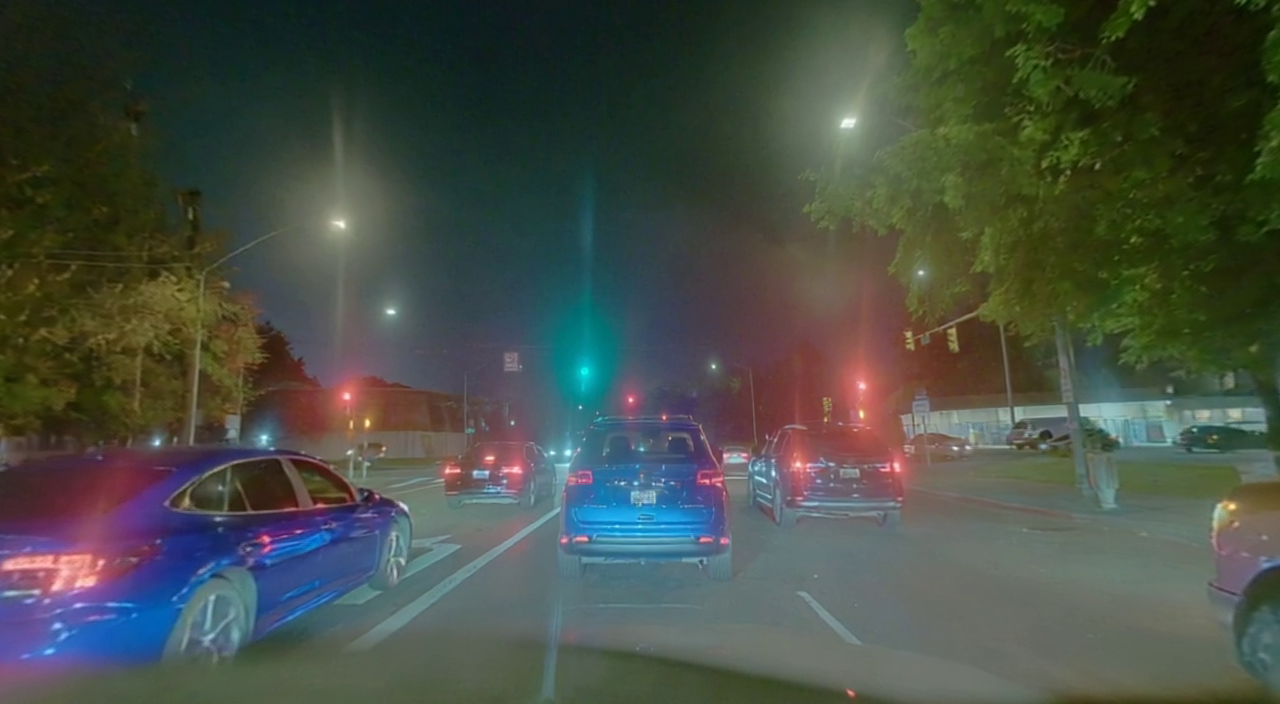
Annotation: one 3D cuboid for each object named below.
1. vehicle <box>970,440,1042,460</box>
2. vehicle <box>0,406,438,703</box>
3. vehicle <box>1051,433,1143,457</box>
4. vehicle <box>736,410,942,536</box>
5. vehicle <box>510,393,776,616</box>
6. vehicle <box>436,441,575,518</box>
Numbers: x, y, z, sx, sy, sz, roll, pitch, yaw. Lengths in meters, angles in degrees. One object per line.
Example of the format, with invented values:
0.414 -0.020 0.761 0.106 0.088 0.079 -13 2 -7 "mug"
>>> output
26.435 7.075 45.633 4.180 1.376 1.583 0 -8 2 "vehicle"
-3.127 1.263 4.439 1.909 1.476 4.751 0 -8 -1 "vehicle"
32.781 6.698 45.348 4.869 1.622 2.230 0 -8 1 "vehicle"
3.444 2.247 12.374 2.408 1.908 5.355 0 -8 1 "vehicle"
0.031 1.505 7.055 2.113 1.768 3.901 0 -8 0 "vehicle"
-2.819 2.781 14.420 2.072 1.450 4.612 0 -8 1 "vehicle"
